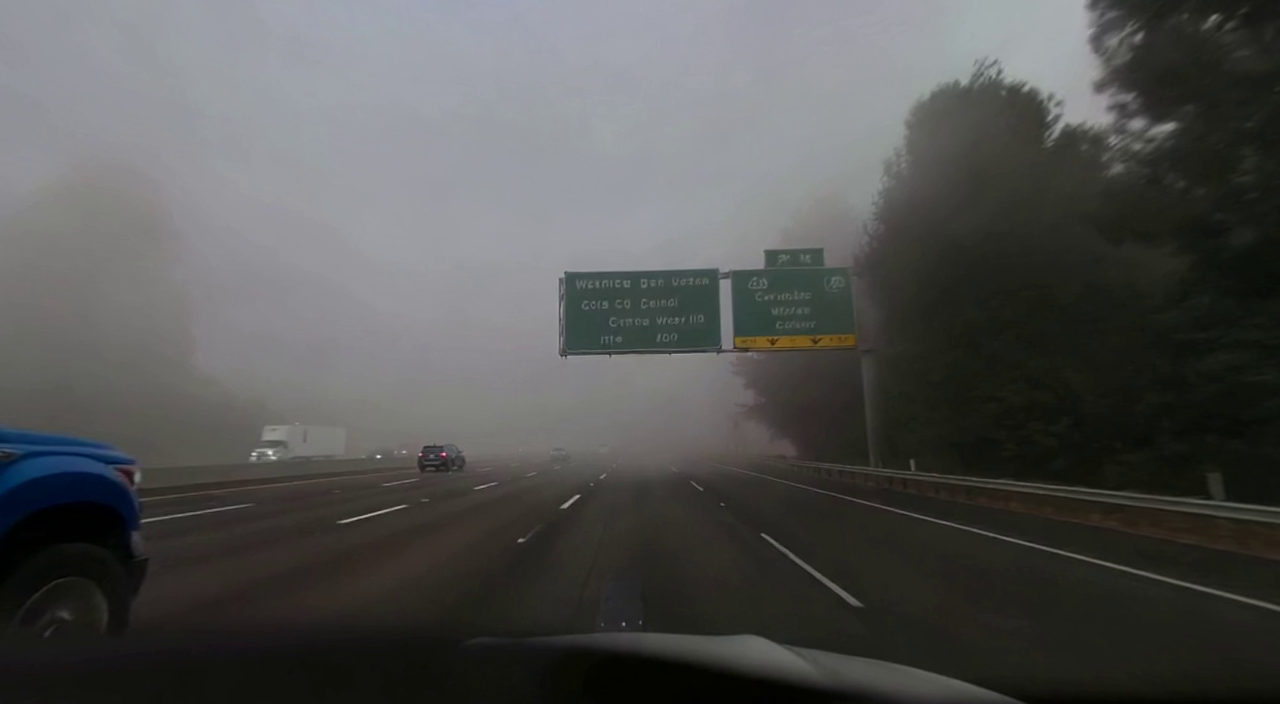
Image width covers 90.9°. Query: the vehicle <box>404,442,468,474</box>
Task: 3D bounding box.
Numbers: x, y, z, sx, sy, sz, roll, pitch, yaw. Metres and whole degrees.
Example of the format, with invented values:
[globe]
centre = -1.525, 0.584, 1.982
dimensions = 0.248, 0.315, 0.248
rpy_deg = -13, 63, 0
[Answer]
[vehicle]
centre = -10.803, 5.624, 33.727
dimensions = 1.957, 1.565, 4.311
rpy_deg = 0, -8, 1
